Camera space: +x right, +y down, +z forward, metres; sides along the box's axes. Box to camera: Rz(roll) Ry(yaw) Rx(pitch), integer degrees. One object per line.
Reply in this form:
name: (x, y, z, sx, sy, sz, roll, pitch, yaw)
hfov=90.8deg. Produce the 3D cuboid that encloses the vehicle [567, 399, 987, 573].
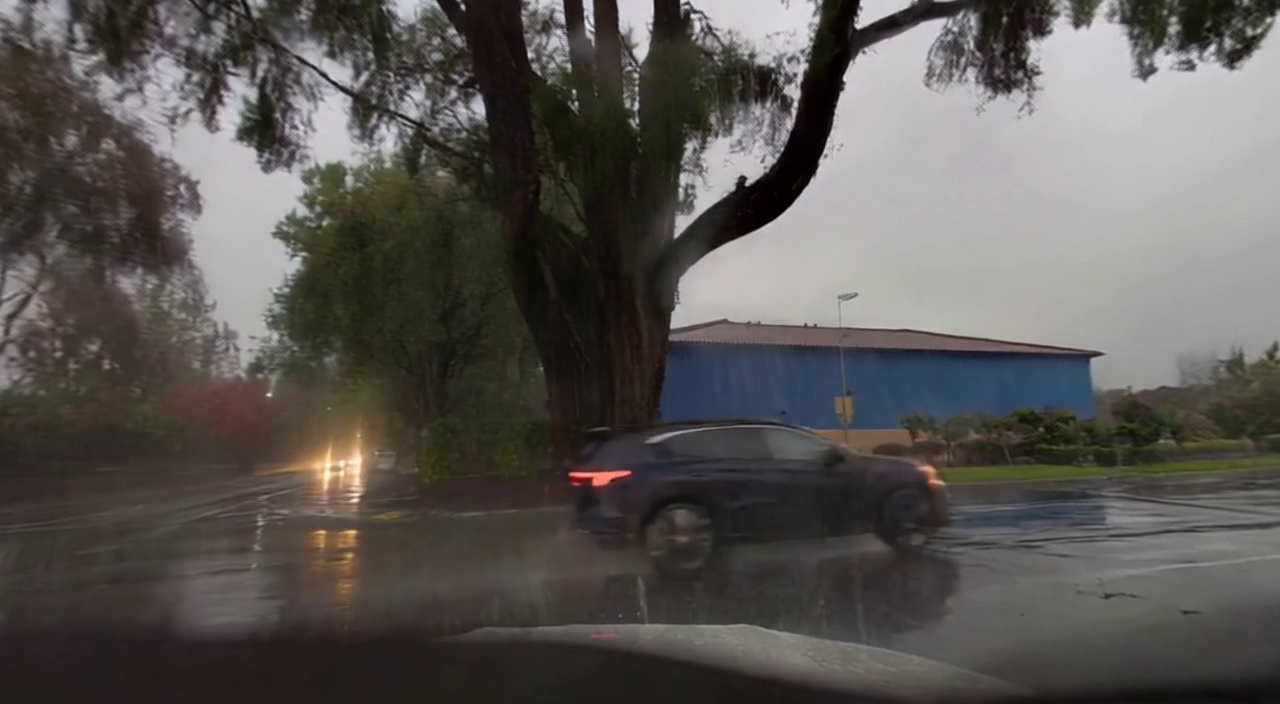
vehicle: (1.562, 1.563, 7.989, 4.557, 1.677, 2.337, 2, -9, -17)
